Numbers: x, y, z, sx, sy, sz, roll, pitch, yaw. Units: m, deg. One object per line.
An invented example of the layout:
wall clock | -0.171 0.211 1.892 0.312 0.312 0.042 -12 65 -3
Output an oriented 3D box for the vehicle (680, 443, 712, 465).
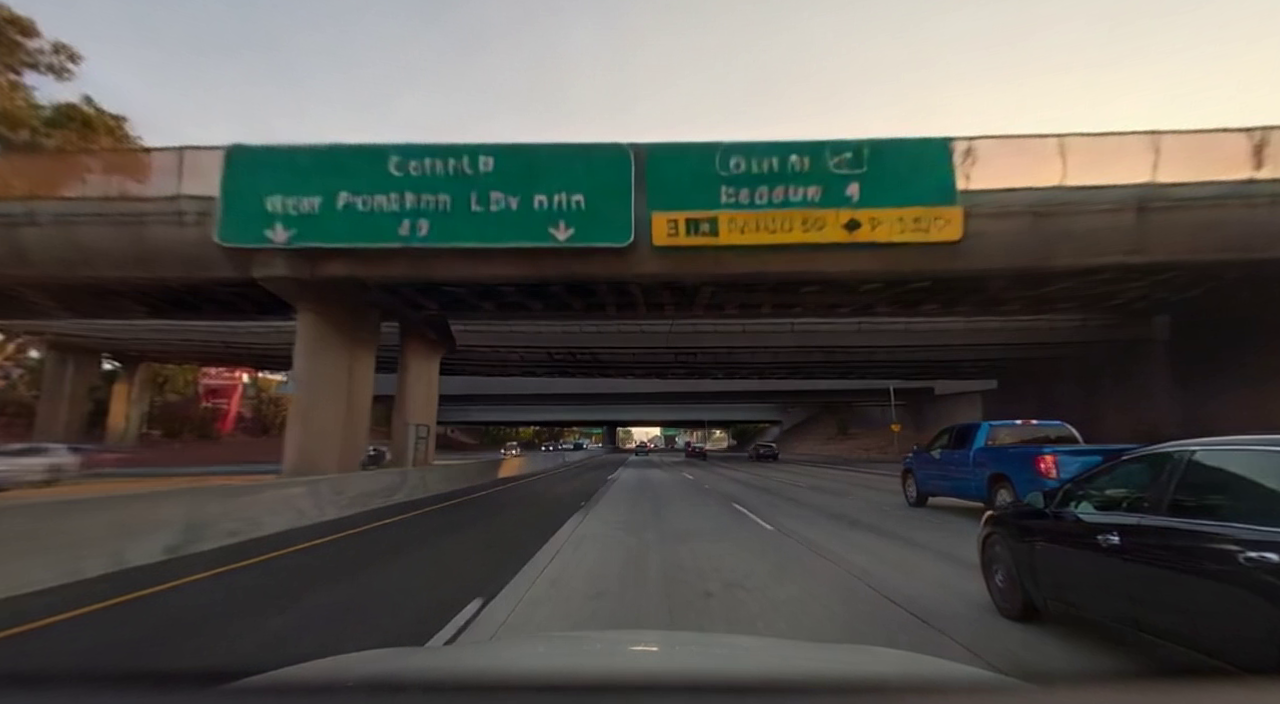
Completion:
vehicle | 4.324 7.919 49.145 2.014 1.643 4.039 0 -8 -1

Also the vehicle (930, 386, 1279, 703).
vehicle | 3.340 0.921 2.466 2.119 1.524 4.807 0 -8 0

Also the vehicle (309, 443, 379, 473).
vehicle | -17.878 6.410 38.407 2.007 1.727 4.546 0 -8 0
